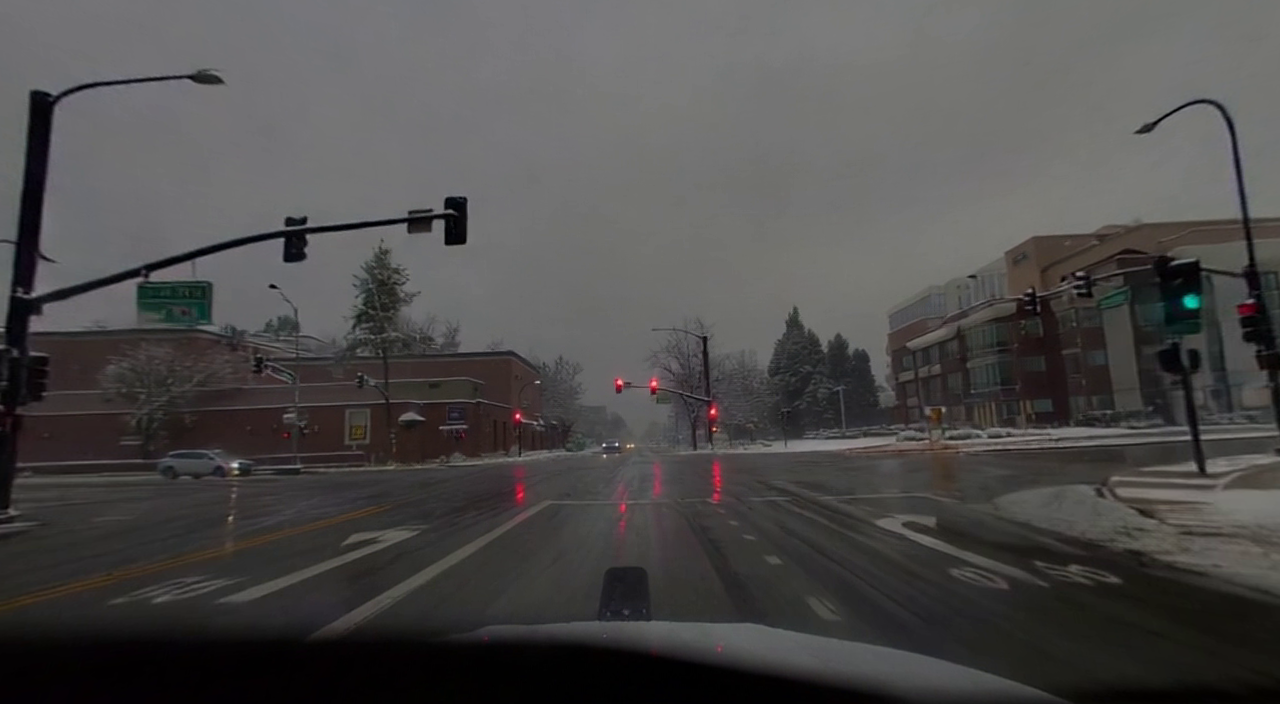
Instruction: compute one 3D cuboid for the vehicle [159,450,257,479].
[{"bbox_3d":[-25.110,6.521,36.745,4.332,1.573,1.900,0,-8,3],"label":"vehicle"}]
